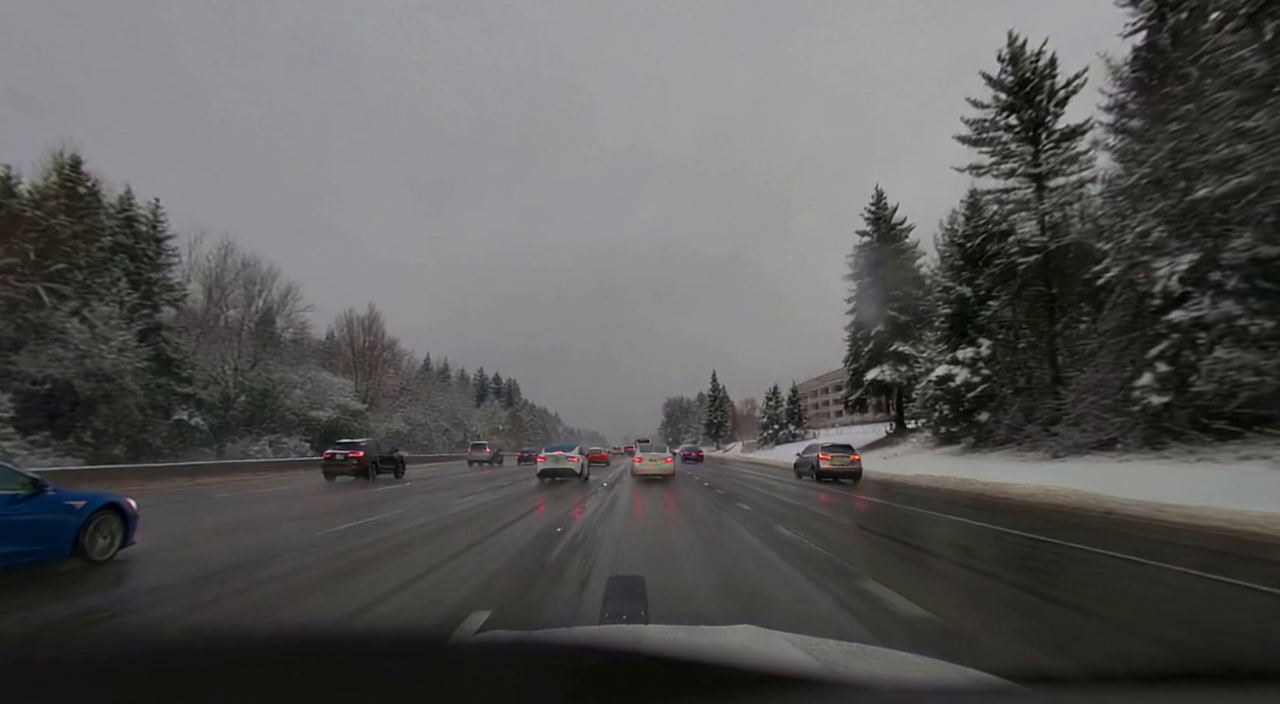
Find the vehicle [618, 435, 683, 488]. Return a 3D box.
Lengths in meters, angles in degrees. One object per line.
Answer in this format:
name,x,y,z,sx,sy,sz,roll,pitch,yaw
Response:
vehicle,0.368,3.898,22.883,2.114,1.715,4.136,0,-8,1

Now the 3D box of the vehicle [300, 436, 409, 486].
vehicle,-10.417,3.995,23.447,1.947,1.683,4.331,-1,-8,1

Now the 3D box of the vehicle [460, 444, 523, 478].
vehicle,-6.775,4.988,29.208,1.886,1.455,4.148,0,-8,1

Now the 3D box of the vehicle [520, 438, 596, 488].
vehicle,-2.859,3.986,23.034,2.102,1.624,4.257,-1,-8,2

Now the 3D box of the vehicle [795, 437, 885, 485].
vehicle,7.999,4.366,25.716,2.071,1.754,4.484,0,-8,-1

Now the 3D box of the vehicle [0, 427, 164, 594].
vehicle,-6.783,1.358,5.175,2.116,1.473,4.644,0,-8,0
